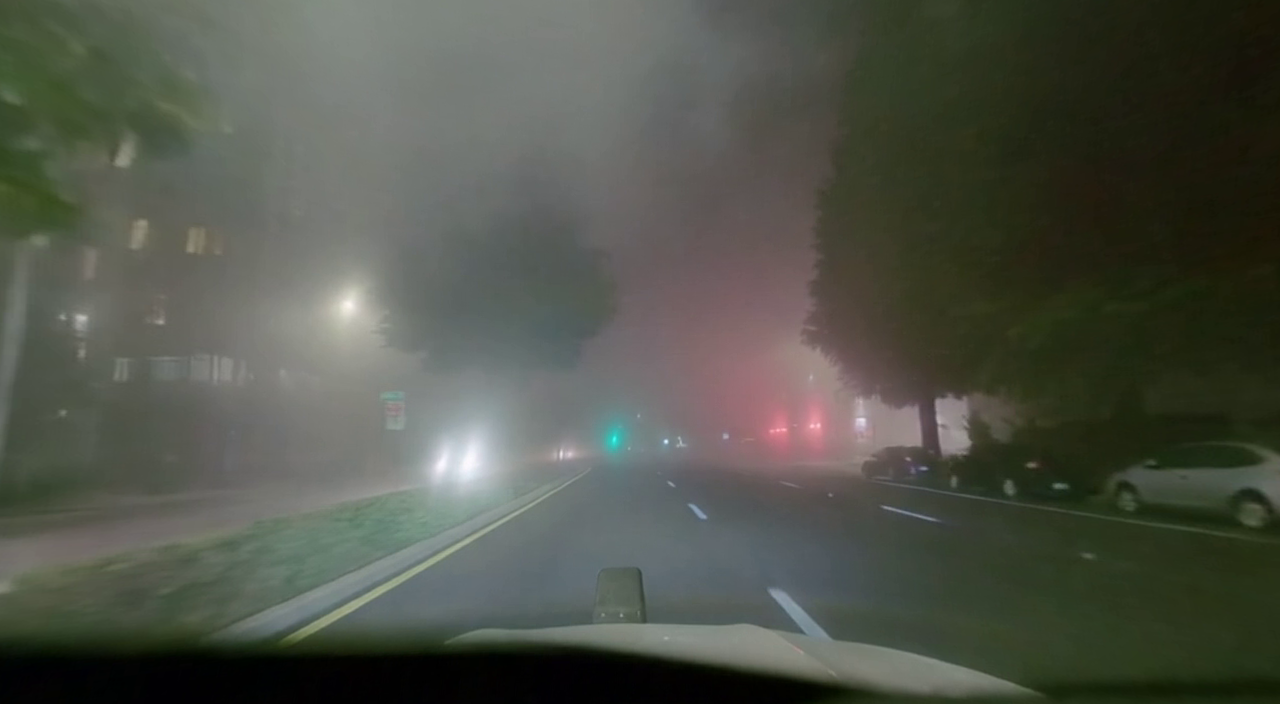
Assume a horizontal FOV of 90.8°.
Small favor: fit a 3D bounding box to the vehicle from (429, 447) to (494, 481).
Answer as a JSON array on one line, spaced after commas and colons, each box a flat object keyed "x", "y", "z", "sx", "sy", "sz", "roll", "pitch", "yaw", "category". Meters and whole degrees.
[{"x": -10.072, "y": 6.356, "z": 36.125, "sx": 2.108, "sy": 1.794, "sz": 4.995, "roll": -1, "pitch": -9, "yaw": 2, "category": "vehicle"}]

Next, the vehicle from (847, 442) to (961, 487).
[{"x": 9.510, "y": 4.089, "z": 23.253, "sx": 1.898, "sy": 1.477, "sz": 4.695, "roll": 0, "pitch": -9, "yaw": -4, "category": "vehicle"}]

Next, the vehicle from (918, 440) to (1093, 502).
[{"x": 9.699, "y": 3.189, "z": 17.339, "sx": 1.930, "sy": 1.453, "sz": 4.665, "roll": 0, "pitch": -9, "yaw": -1, "category": "vehicle"}]

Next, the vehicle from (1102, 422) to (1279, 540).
[{"x": 9.868, "y": 1.965, "z": 9.906, "sx": 1.970, "sy": 1.610, "sz": 4.247, "roll": 0, "pitch": -9, "yaw": 0, "category": "vehicle"}]
